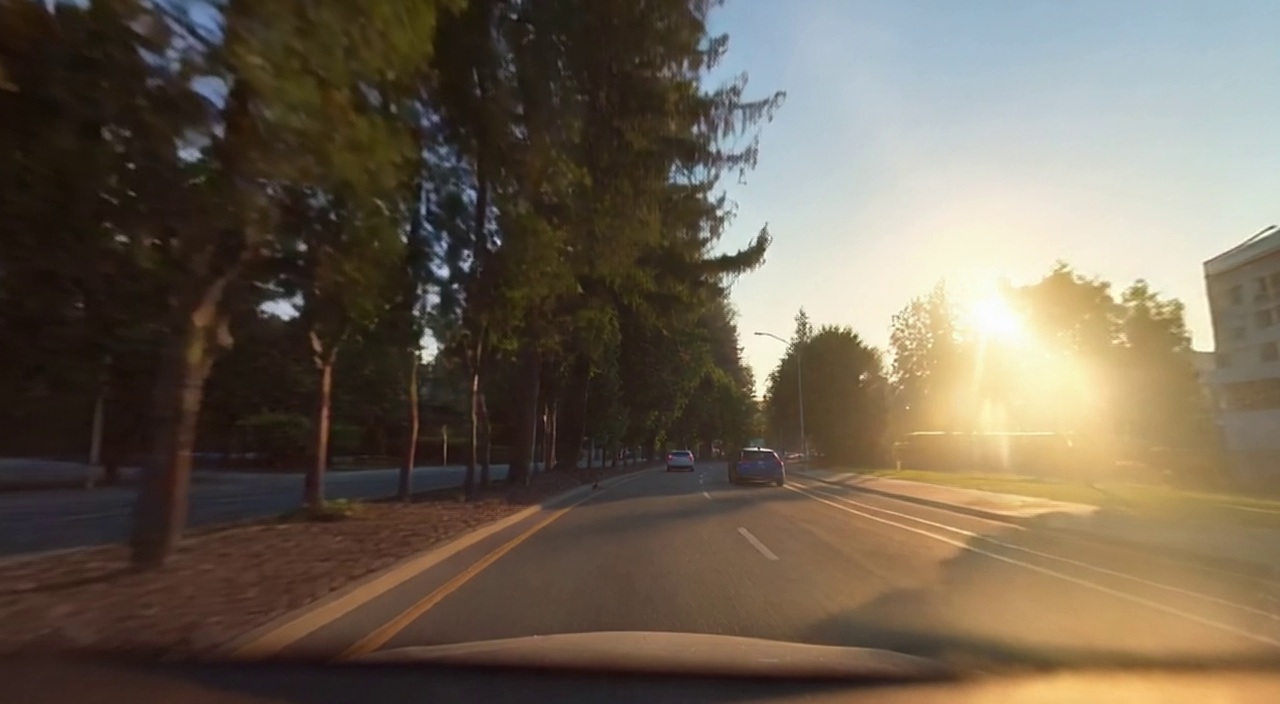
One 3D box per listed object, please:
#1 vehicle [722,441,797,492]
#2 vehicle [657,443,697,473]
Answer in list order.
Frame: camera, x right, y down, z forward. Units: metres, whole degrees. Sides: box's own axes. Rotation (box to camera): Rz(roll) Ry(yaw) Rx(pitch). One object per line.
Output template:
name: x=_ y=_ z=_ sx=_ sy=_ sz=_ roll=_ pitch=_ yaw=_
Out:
vehicle: x=4.225 y=4.091 z=22.829 sx=1.971 sy=1.663 sz=4.287 roll=-1 pitch=-8 yaw=2
vehicle: x=2.447 y=6.799 z=40.516 sx=2.251 sy=1.822 sz=4.391 roll=-1 pitch=-8 yaw=8
